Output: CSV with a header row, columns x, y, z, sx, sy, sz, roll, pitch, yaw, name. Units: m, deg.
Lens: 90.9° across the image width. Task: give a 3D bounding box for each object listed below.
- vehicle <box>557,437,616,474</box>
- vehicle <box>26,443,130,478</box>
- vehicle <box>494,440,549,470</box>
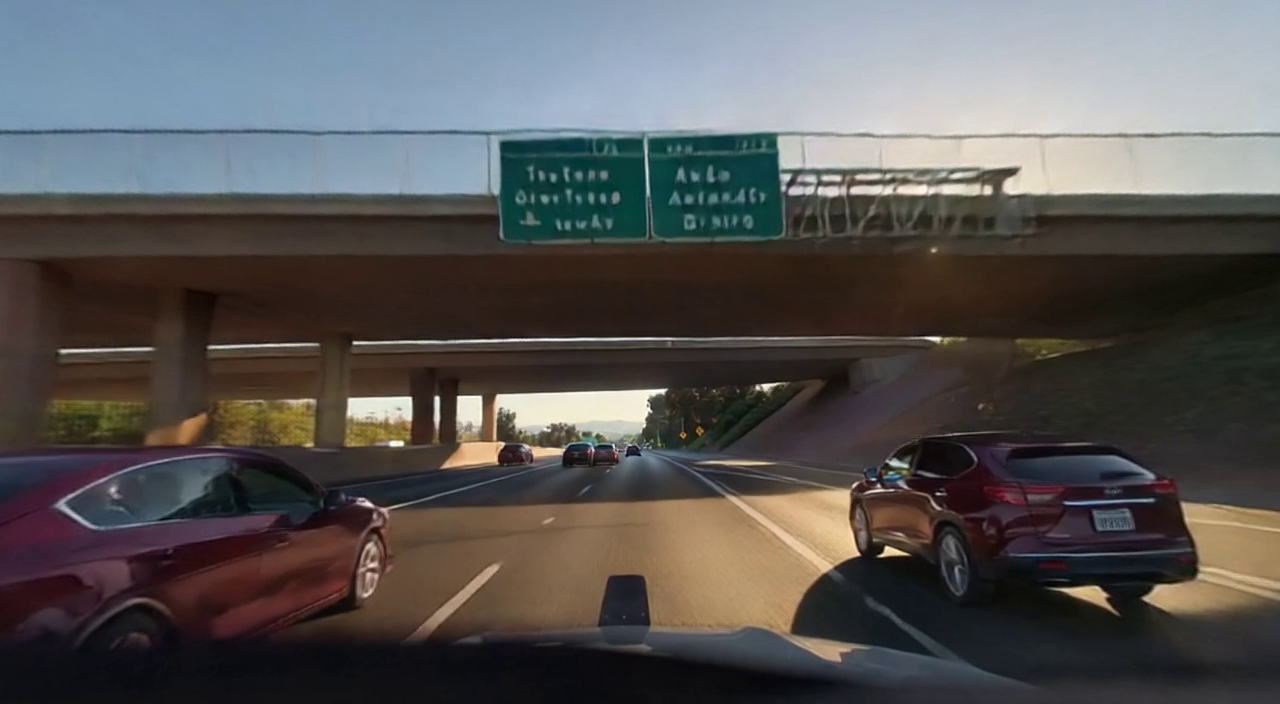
x,y,z,sx,sy,sz,roll,pitch,yaw,name
-2.478,4.971,30.529,2.210,1.628,4.586,-1,-8,3,vehicle
-24.759,4.753,27.935,1.488,1.388,3.392,-1,-8,0,vehicle
-6.534,5.734,35.342,2.069,1.551,4.830,-1,-8,1,vehicle
